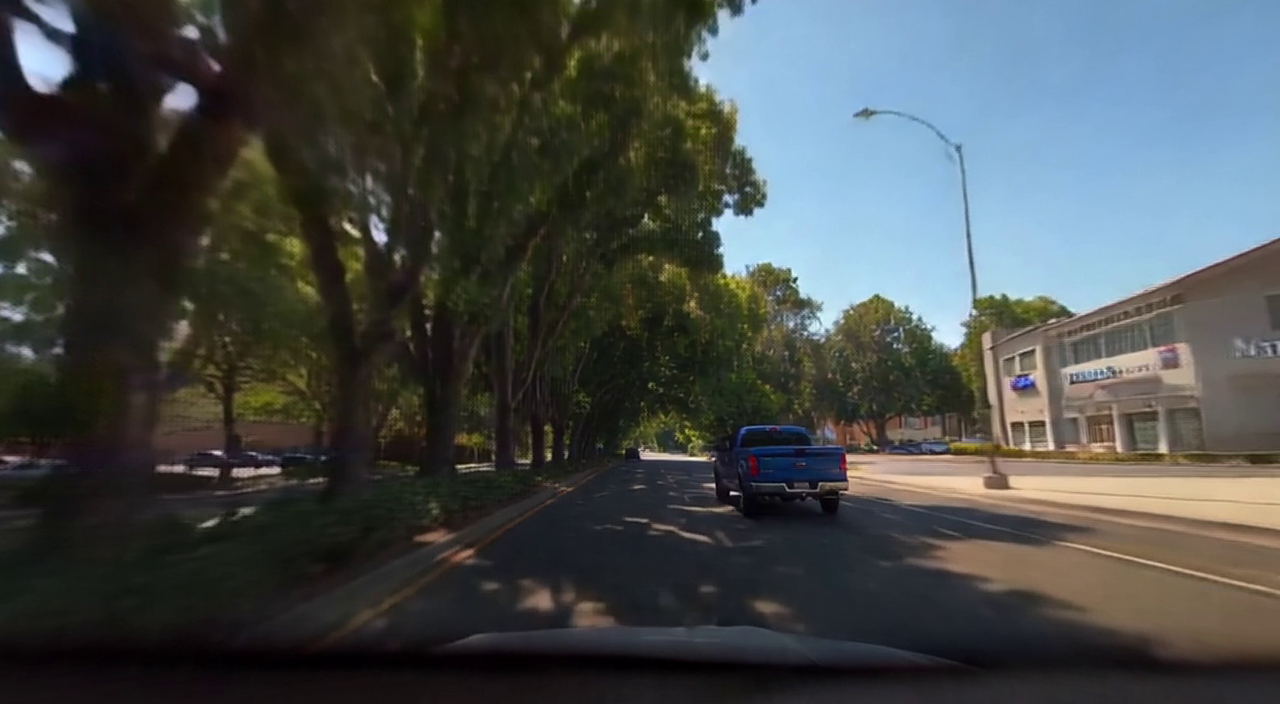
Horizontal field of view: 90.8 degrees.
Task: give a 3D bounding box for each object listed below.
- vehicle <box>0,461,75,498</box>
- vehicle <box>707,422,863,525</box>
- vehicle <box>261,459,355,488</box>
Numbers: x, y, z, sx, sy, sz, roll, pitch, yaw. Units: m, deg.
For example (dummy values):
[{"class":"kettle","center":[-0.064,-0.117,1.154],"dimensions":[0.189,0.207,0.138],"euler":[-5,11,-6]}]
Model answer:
[{"class":"vehicle","center":[-29.719,6.022,29.975],"dimensions":[3.749,1.600,2.011],"euler":[0,-9,-2]},{"class":"vehicle","center":[2.899,2.586,14.071],"dimensions":[2.138,1.836,5.245],"euler":[0,-9,-1]},{"class":"vehicle","center":[-22.477,8.229,42.914],"dimensions":[5.074,1.804,2.283],"euler":[-1,-9,3]}]
